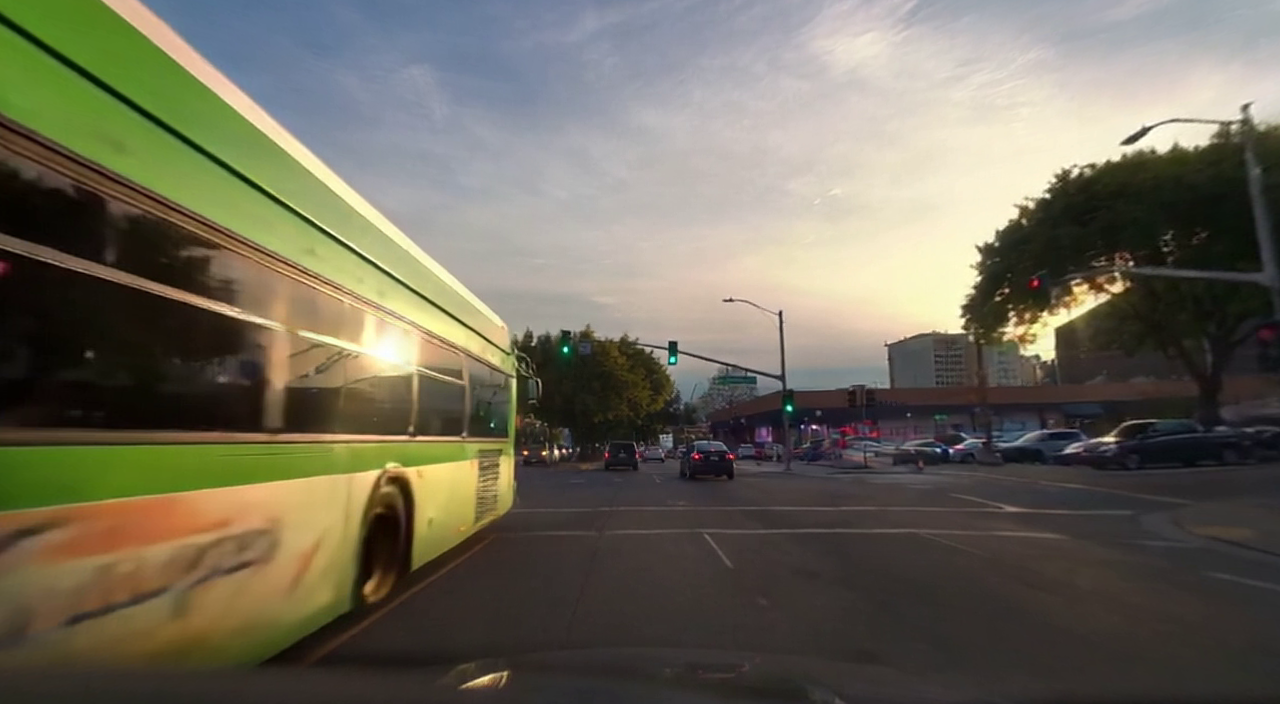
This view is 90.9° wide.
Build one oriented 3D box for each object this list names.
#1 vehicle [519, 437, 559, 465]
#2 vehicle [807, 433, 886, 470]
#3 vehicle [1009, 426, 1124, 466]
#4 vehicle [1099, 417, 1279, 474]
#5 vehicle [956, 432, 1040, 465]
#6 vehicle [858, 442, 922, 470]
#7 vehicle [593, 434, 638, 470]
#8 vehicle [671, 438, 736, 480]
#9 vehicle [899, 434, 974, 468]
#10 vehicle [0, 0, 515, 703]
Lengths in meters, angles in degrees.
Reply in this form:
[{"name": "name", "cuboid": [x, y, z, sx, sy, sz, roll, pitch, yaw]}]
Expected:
[{"name": "vehicle", "cuboid": [-6.935, 6.766, 43.559, 2.242, 1.740, 4.659, -1, -7, -3]}, {"name": "vehicle", "cuboid": [11.541, 5.582, 35.647, 2.304, 1.907, 4.844, 0, -8, -7]}, {"name": "vehicle", "cuboid": [23.809, 5.257, 35.522, 2.384, 1.959, 5.372, -2, -7, -5]}, {"name": "vehicle", "cuboid": [21.159, 3.523, 23.796, 5.766, 2.002, 2.298, 0, -8, 0]}, {"name": "vehicle", "cuboid": [20.196, 5.480, 35.812, 2.143, 1.731, 4.290, 0, -8, -1]}, {"name": "vehicle", "cuboid": [13.999, 5.813, 35.555, 1.860, 1.443, 3.772, 0, -8, -4]}, {"name": "vehicle", "cuboid": [-1.316, 5.424, 34.380, 2.301, 1.837, 4.411, 0, -8, -2]}, {"name": "vehicle", "cuboid": [2.487, 4.325, 25.763, 2.046, 1.540, 3.883, 1, -8, -3]}, {"name": "vehicle", "cuboid": [16.823, 5.623, 36.049, 2.020, 1.796, 4.600, 0, -8, -1]}, {"name": "vehicle", "cuboid": [-3.632, 0.157, 2.804, 3.018, 3.217, 13.998, 0, -8, 1]}]
